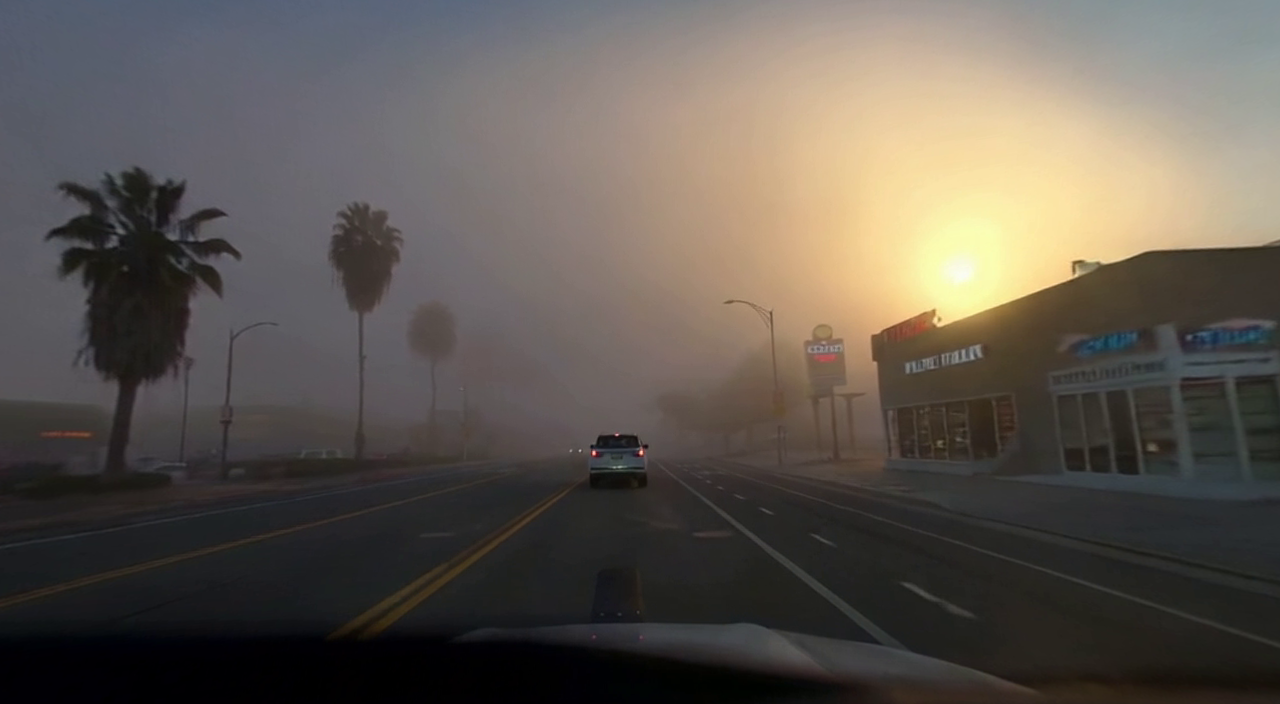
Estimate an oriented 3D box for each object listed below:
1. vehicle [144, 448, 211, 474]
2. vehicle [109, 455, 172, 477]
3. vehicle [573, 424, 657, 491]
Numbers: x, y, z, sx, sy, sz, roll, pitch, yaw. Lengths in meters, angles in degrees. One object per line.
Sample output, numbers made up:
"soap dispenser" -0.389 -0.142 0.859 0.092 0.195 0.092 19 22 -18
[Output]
"vehicle" -34.950 8.203 47.711 2.013 1.785 4.331 2 -8 -5
"vehicle" -37.766 8.602 47.686 1.685 1.466 3.858 0 -8 -4
"vehicle" -0.701 3.150 19.057 2.239 1.763 4.096 0 -8 -1
